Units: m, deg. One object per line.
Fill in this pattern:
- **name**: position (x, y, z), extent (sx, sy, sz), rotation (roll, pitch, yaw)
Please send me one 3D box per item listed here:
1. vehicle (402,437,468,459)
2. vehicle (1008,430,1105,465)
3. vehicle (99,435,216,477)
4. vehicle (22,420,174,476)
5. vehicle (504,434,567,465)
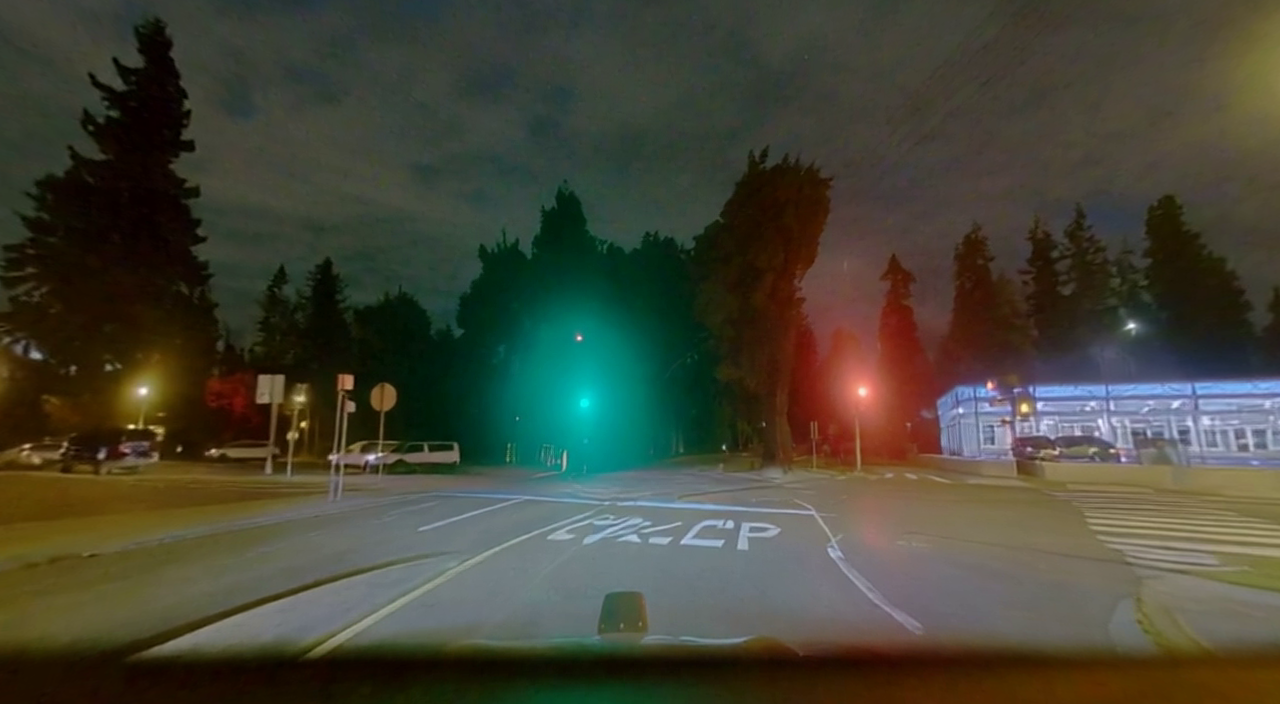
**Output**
- **vehicle**: position (-15.439, 7.252, 47.568), extent (2.015, 1.529, 4.598), rotation (-4, -9, 27)
- **vehicle**: position (24.657, 5.673, 37.392), extent (4.474, 1.956, 2.263), rotation (-4, -9, 27)
- **vehicle**: position (-17.716, 3.821, 23.306), extent (1.789, 1.399, 4.236), rotation (2, -9, -14)
- **vehicle**: position (-20.865, 3.731, 24.544), extent (2.337, 1.934, 4.843), rotation (2, -9, -12)
- **vehicle**: position (-6.884, 6.453, 41.752), extent (2.072, 1.922, 4.112), rotation (-4, -9, 27)
